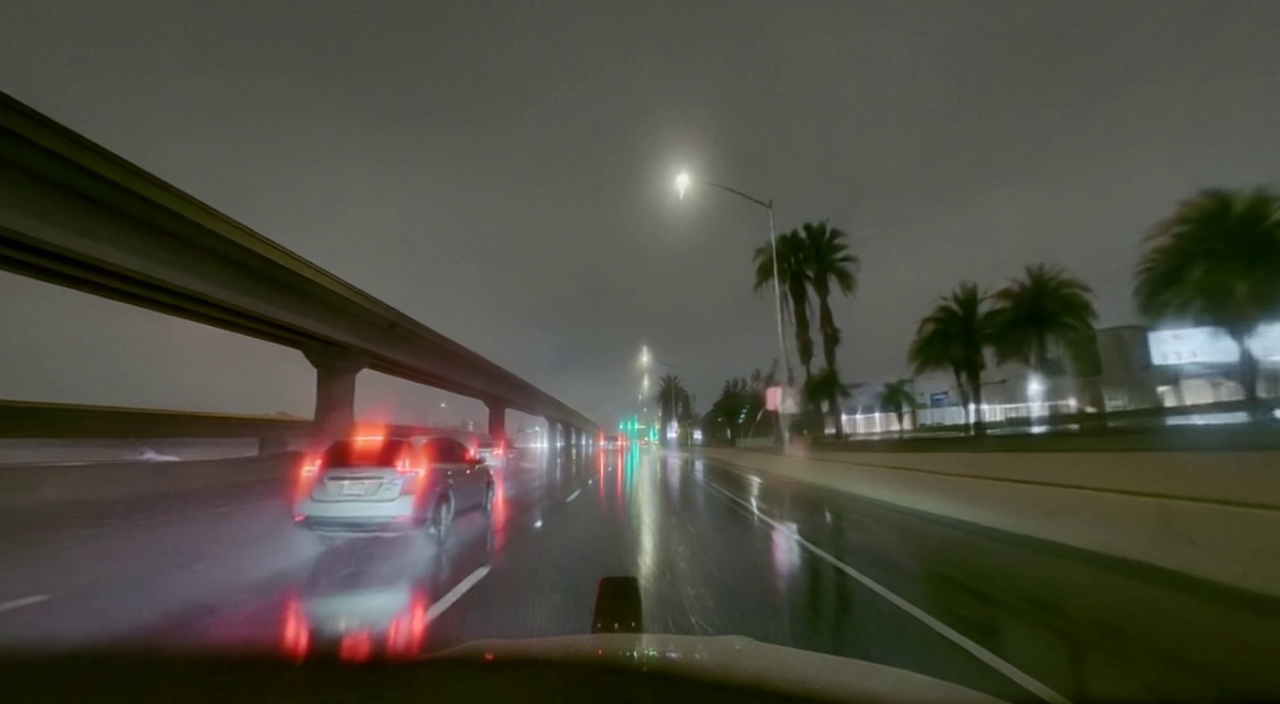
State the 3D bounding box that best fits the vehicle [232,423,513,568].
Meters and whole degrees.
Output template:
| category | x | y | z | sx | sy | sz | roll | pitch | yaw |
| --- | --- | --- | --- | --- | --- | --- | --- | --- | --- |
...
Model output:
| category | x | y | z | sx | sy | sz | roll | pitch | yaw |
| --- | --- | --- | --- | --- | --- | --- | --- | --- | --- |
| vehicle | -3.298 | 1.861 | 9.066 | 1.978 | 1.499 | 4.695 | 0 | -8 | 0 |
